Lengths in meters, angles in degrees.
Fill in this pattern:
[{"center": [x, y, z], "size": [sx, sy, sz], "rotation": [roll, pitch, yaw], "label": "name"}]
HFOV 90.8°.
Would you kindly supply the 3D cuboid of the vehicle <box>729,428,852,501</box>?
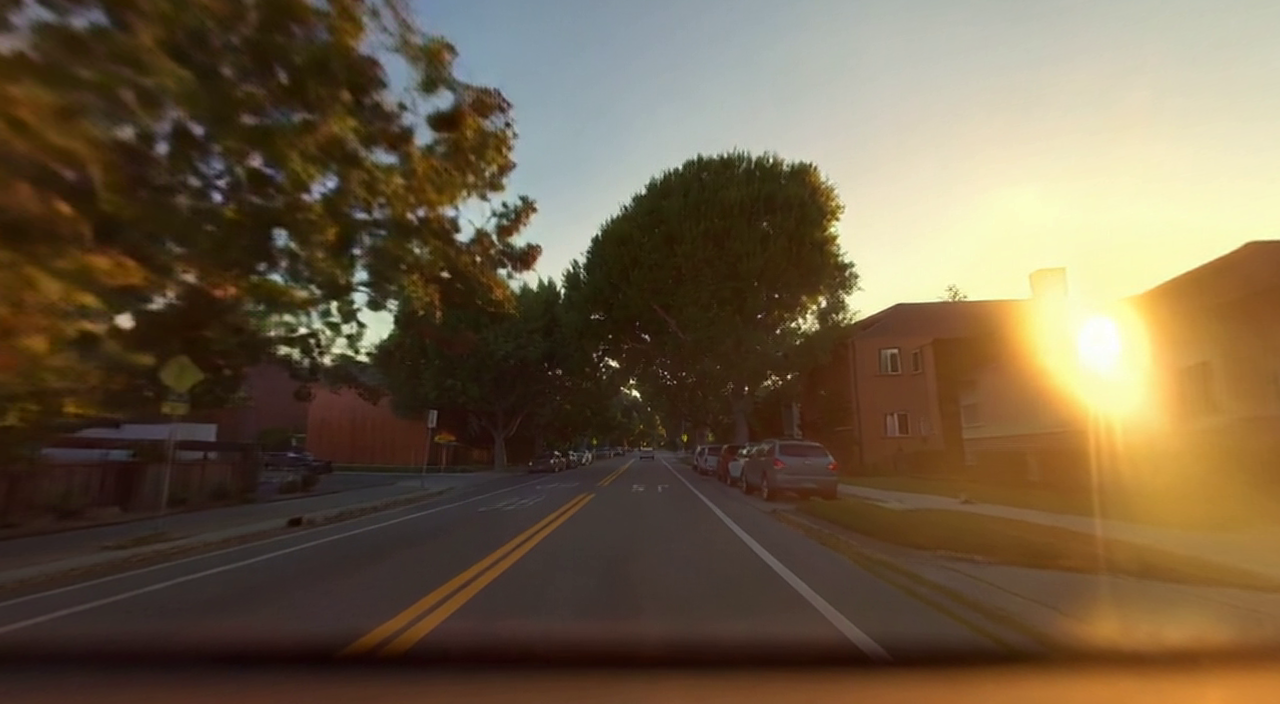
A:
[{"center": [3.981, 3.064, 17.619], "size": [1.937, 1.752, 4.574], "rotation": [1, -8, -5], "label": "vehicle"}]
